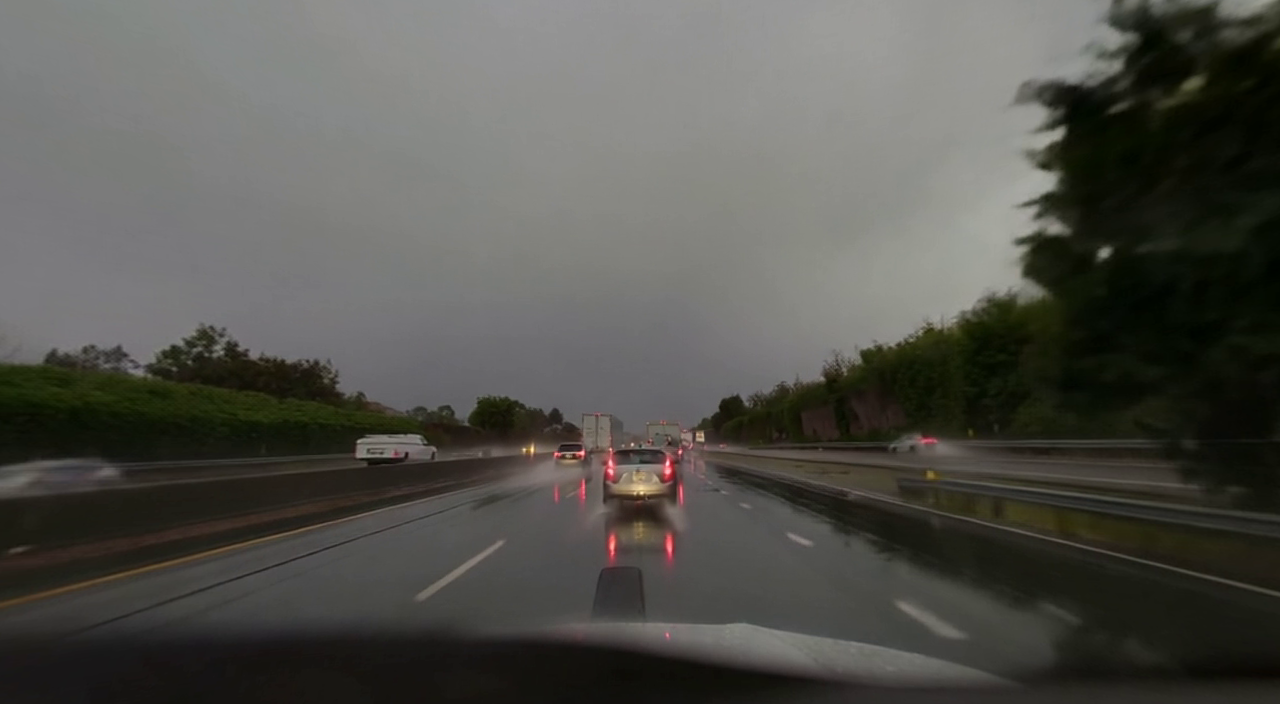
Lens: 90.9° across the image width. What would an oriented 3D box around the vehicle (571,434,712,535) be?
[{"bbox_3d":[-0.004,2.257,11.276,2.057,1.449,3.931,0,-9,-1],"label":"vehicle"}]
